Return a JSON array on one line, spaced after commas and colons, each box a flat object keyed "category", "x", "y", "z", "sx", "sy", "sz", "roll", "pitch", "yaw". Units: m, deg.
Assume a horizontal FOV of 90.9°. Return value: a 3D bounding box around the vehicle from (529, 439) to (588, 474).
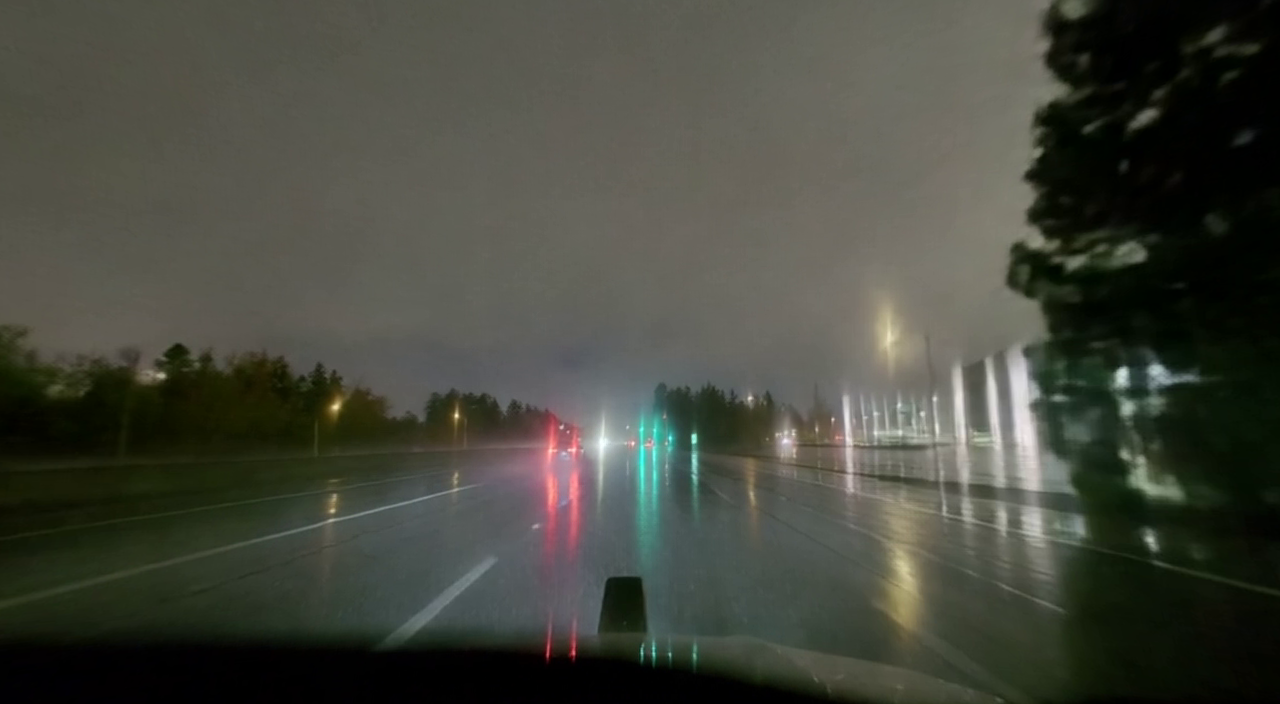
[{"category": "vehicle", "x": -3.657, "y": 4.776, "z": 29.063, "sx": 2.128, "sy": 1.450, "sz": 4.078, "roll": 0, "pitch": -8, "yaw": 1}]
